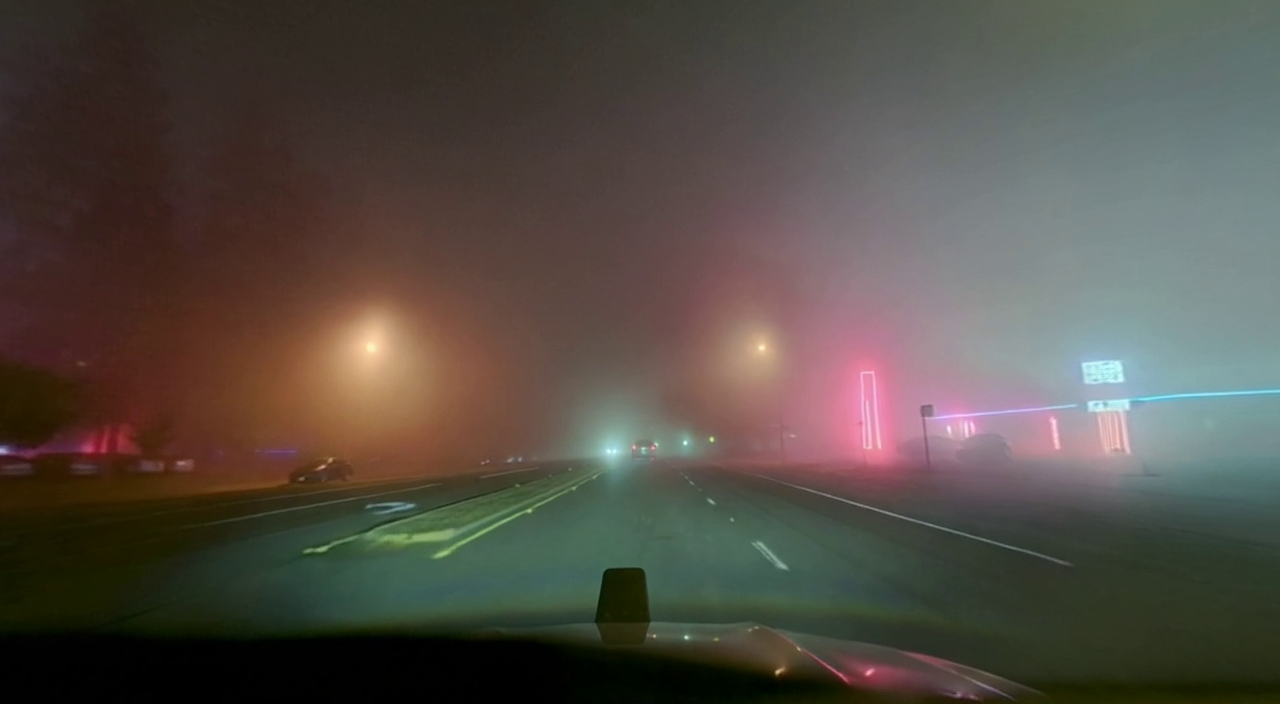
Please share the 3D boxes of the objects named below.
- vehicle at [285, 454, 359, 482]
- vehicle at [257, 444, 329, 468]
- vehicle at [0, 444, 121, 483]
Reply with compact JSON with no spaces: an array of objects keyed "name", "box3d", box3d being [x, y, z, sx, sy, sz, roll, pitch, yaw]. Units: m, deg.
[{"name":"vehicle","box3d":[-18.637,6.777,37.250,1.815,1.453,4.870,0,-8,1]},{"name":"vehicle","box3d":[-25.959,7.801,47.261,4.190,1.729,1.957,0,-8,2]},{"name":"vehicle","box3d":[-26.905,5.110,29.017,4.106,1.698,2.072,0,-8,2]}]
